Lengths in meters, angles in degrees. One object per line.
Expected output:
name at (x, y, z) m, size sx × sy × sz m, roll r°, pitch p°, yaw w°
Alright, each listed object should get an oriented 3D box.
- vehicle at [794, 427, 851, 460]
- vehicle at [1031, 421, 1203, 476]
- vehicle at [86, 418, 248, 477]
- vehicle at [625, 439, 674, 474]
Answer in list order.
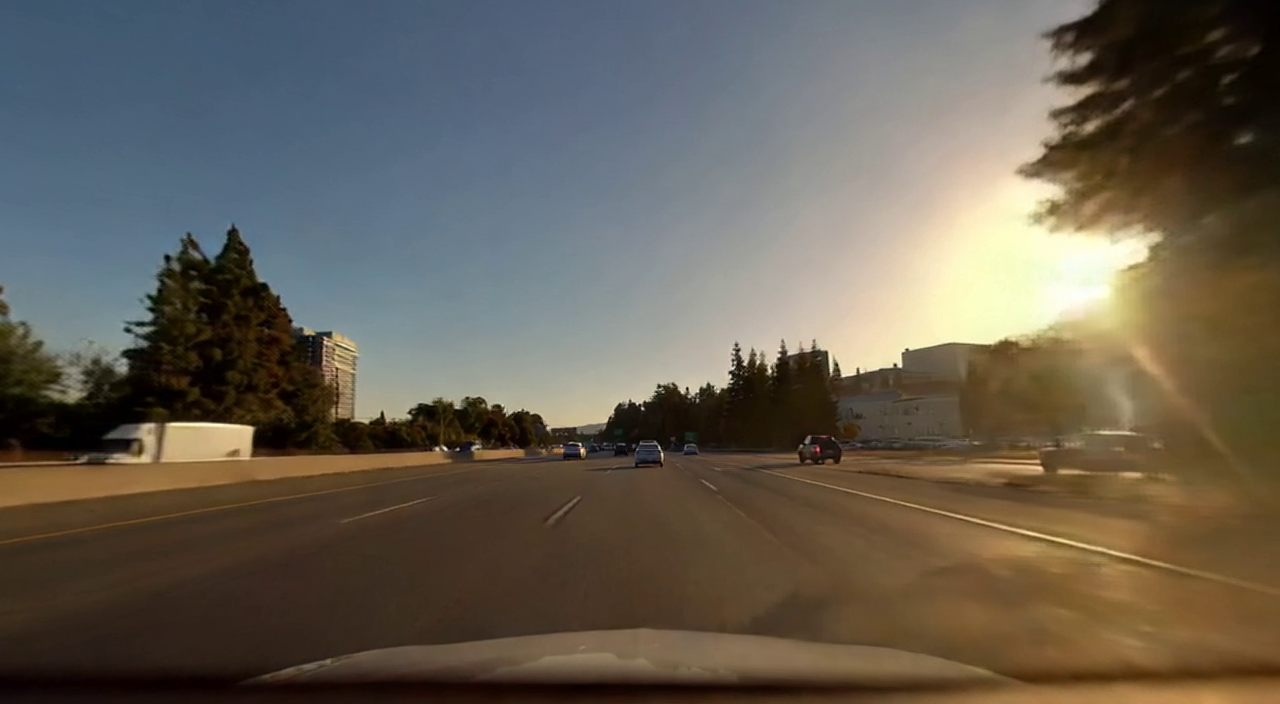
vehicle at (14.132, 7.160, 49.296) m, size 2.336 × 2.415 × 6.056 m, roll 0°, pitch -8°, yaw -4°
vehicle at (19.056, 3.914, 25.716) m, size 2.304 × 1.951 × 5.719 m, roll 0°, pitch -8°, yaw -3°
vehicle at (-32.690, 6.697, 44.542) m, size 2.970 × 3.609 × 10.813 m, roll 0°, pitch -8°, yaw 1°
vehicle at (0.411, 4.846, 29.499) m, size 2.112 × 1.482 × 4.082 m, roll 0°, pitch -8°, yaw 0°
